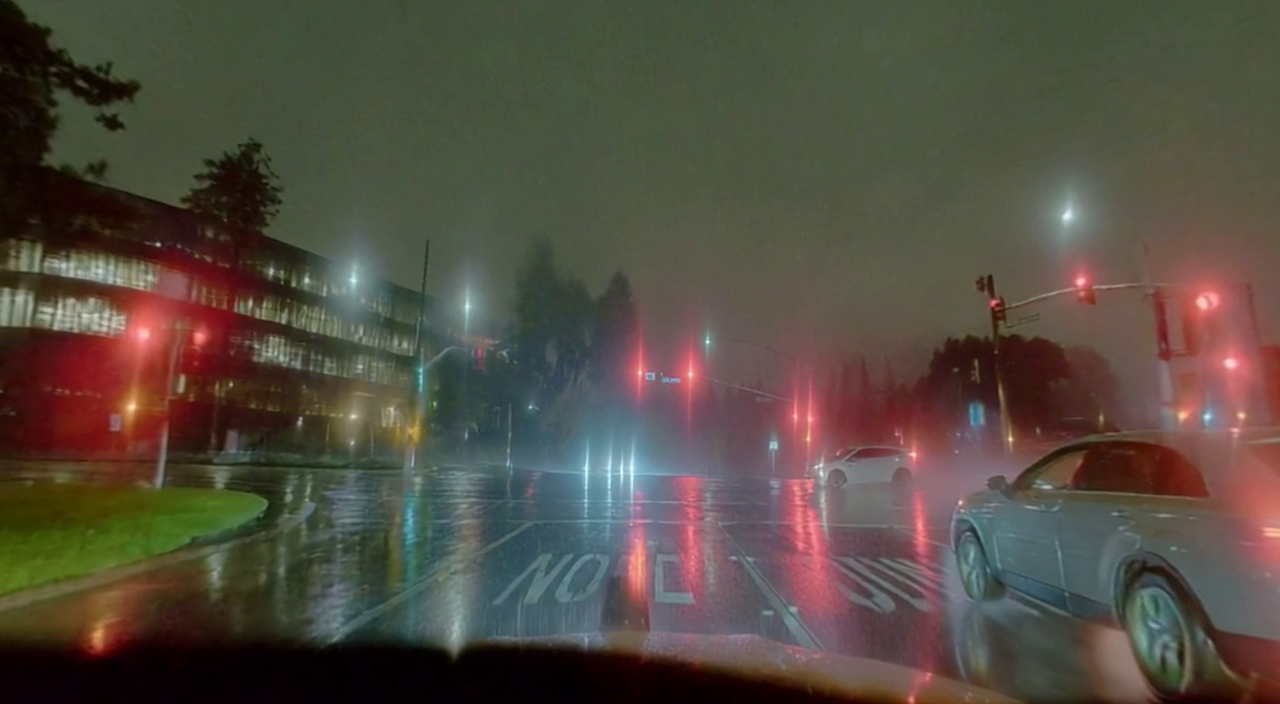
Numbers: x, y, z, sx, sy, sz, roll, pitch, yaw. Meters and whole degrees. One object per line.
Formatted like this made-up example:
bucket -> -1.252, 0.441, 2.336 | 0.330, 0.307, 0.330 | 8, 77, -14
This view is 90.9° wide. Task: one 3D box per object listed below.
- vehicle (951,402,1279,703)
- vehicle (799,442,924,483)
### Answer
vehicle -> 3.957, 1.177, 3.834 | 2.036, 1.583, 4.911 | -1, -8, 6
vehicle -> 9.630, 4.781, 27.567 | 4.715, 1.671, 2.030 | 1, -9, -10
